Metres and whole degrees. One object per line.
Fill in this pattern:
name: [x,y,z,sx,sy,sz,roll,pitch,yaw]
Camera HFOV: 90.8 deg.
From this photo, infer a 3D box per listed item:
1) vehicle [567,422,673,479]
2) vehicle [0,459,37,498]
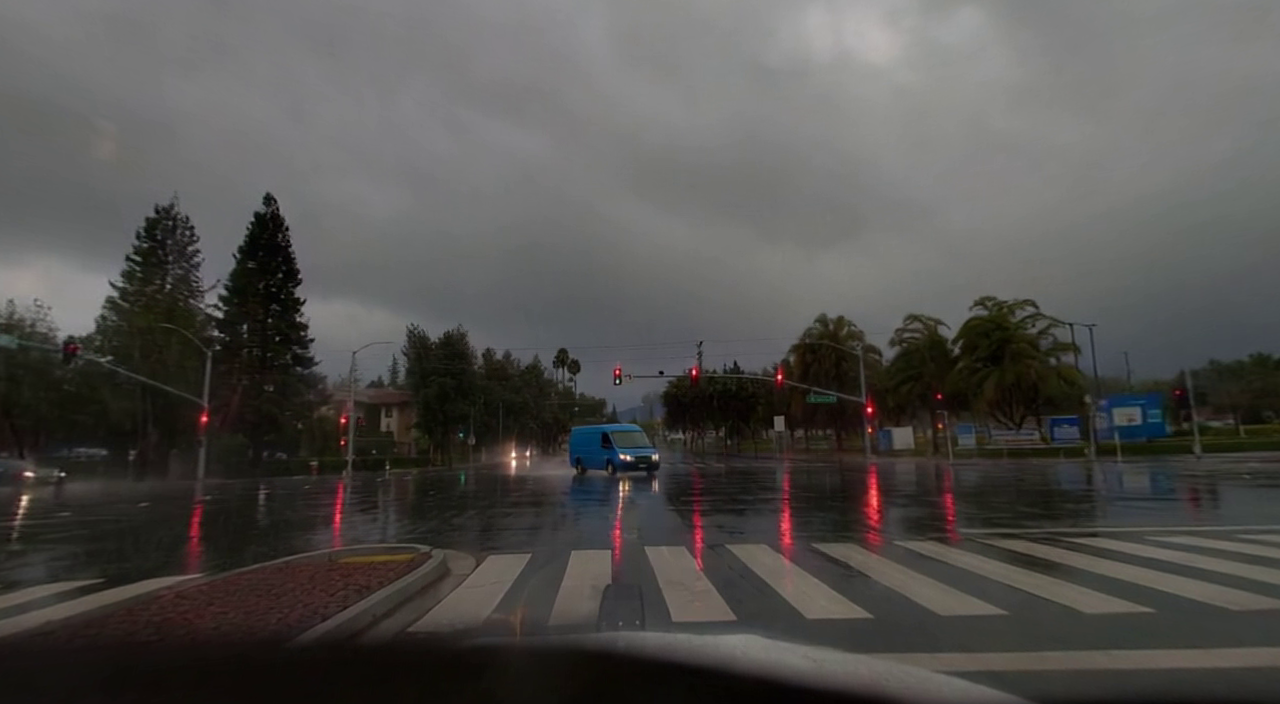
vehicle: [-1.104,4.613,29.862,2.465,2.404,5.791,5,-10,-31]
vehicle: [-45.977,9.057,45.619,2.529,2.543,5.861,6,-10,-35]
